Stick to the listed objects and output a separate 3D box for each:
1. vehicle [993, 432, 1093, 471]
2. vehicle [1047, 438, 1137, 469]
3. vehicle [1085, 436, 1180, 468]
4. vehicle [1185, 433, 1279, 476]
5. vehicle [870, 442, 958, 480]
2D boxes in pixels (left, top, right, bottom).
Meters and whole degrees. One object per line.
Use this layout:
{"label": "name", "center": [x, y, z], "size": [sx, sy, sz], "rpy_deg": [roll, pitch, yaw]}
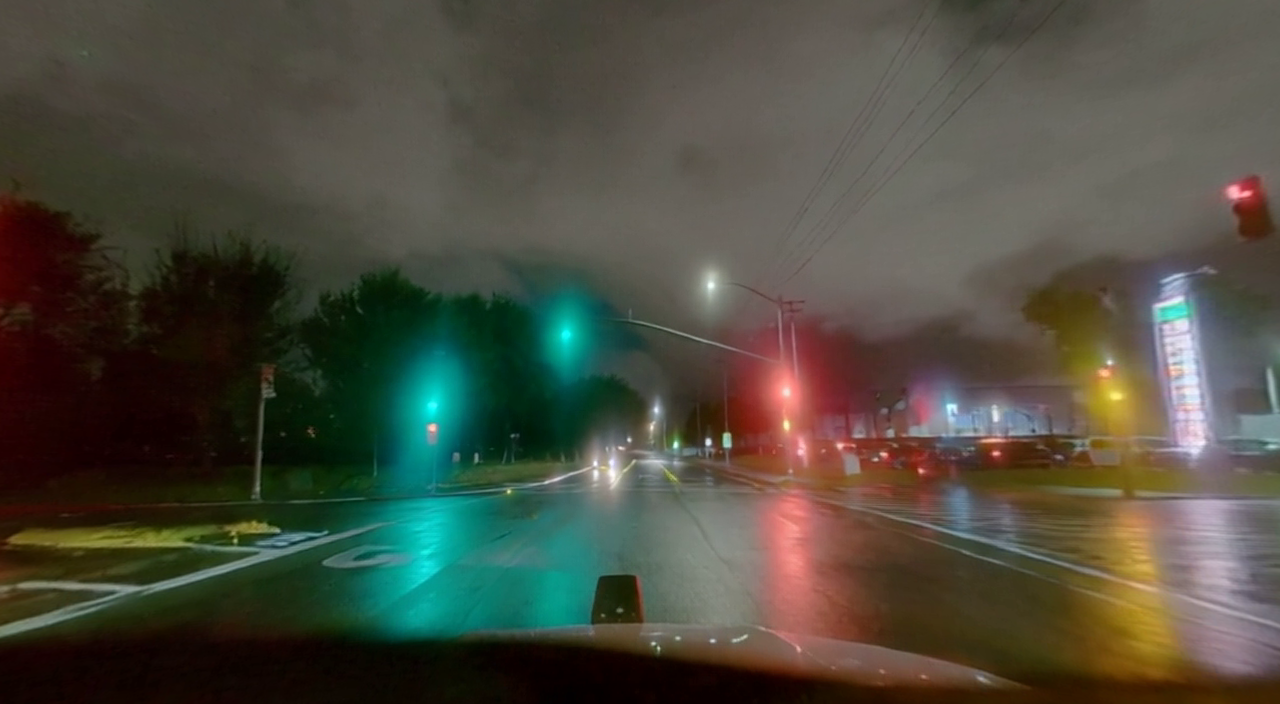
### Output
{"label": "vehicle", "center": [17.654, 4.315, 27.368], "size": [4.522, 1.546, 1.941], "rpy_deg": [5, -10, -34]}
{"label": "vehicle", "center": [22.702, 5.095, 31.640], "size": [1.923, 1.463, 3.758], "rpy_deg": [-1, -8, 5]}
{"label": "vehicle", "center": [25.179, 5.095, 32.208], "size": [1.900, 1.493, 3.910], "rpy_deg": [-1, -8, 5]}
{"label": "vehicle", "center": [21.550, 3.561, 21.946], "size": [1.851, 1.388, 3.475], "rpy_deg": [-1, -9, 3]}
{"label": "vehicle", "center": [11.917, 4.660, 27.159], "size": [4.295, 1.508, 1.955], "rpy_deg": [8, -12, -44]}
